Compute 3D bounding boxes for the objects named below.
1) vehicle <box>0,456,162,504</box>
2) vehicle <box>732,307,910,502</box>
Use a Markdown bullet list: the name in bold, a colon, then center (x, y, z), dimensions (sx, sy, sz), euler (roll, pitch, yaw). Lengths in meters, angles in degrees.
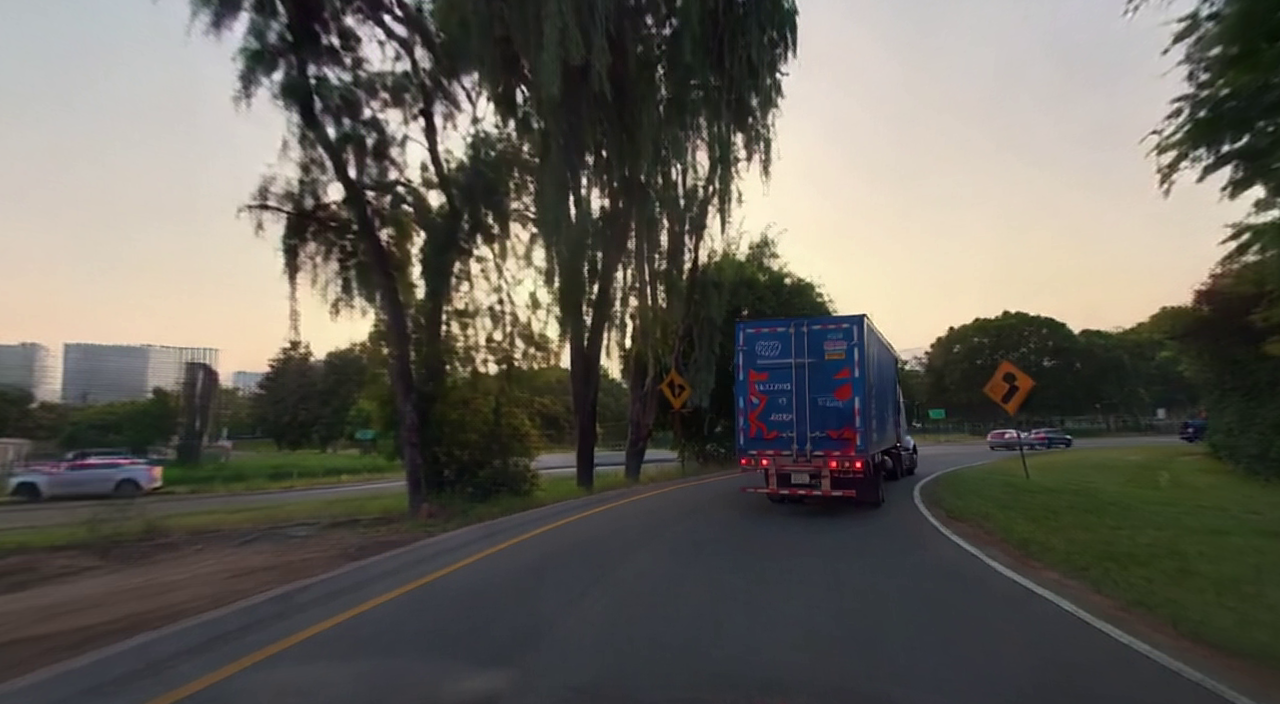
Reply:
- **vehicle**: center (-20.015, 4.515, 22.560), dimensions (4.350, 1.410, 1.726), euler (6, -10, -41)
- **vehicle**: center (5.245, 1.587, 16.548), dimensions (2.937, 3.647, 9.344), euler (-4, -8, 24)
